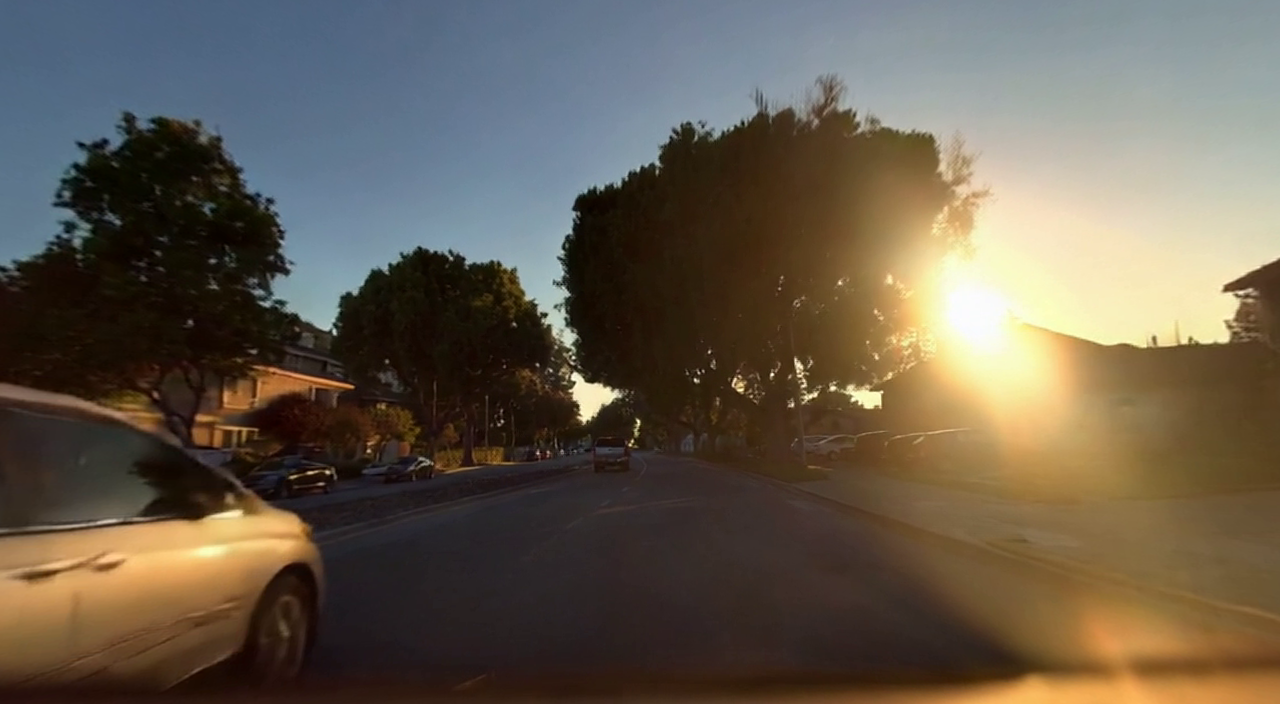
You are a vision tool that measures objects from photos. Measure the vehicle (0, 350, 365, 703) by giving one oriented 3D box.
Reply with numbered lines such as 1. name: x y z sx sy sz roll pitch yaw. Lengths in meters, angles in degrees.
1. vehicle: -2.929 0.768 1.607 2.205 1.590 4.852 0 -9 1

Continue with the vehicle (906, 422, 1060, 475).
1. vehicle: 11.917 3.375 22.201 4.249 1.550 1.843 -3 -8 3

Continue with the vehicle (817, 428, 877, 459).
1. vehicle: 12.970 5.785 39.898 2.138 1.850 4.930 0 -9 0

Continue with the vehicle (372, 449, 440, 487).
1. vehicle: -12.321 6.083 33.551 2.002 1.598 4.366 -5 -8 -1

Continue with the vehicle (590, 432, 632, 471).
1. vehicle: -1.622 5.832 37.167 2.085 2.084 5.133 0 -9 2

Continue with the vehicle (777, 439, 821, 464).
1. vehicle: 10.079 6.345 40.410 1.897 1.524 4.604 -1 -8 4
